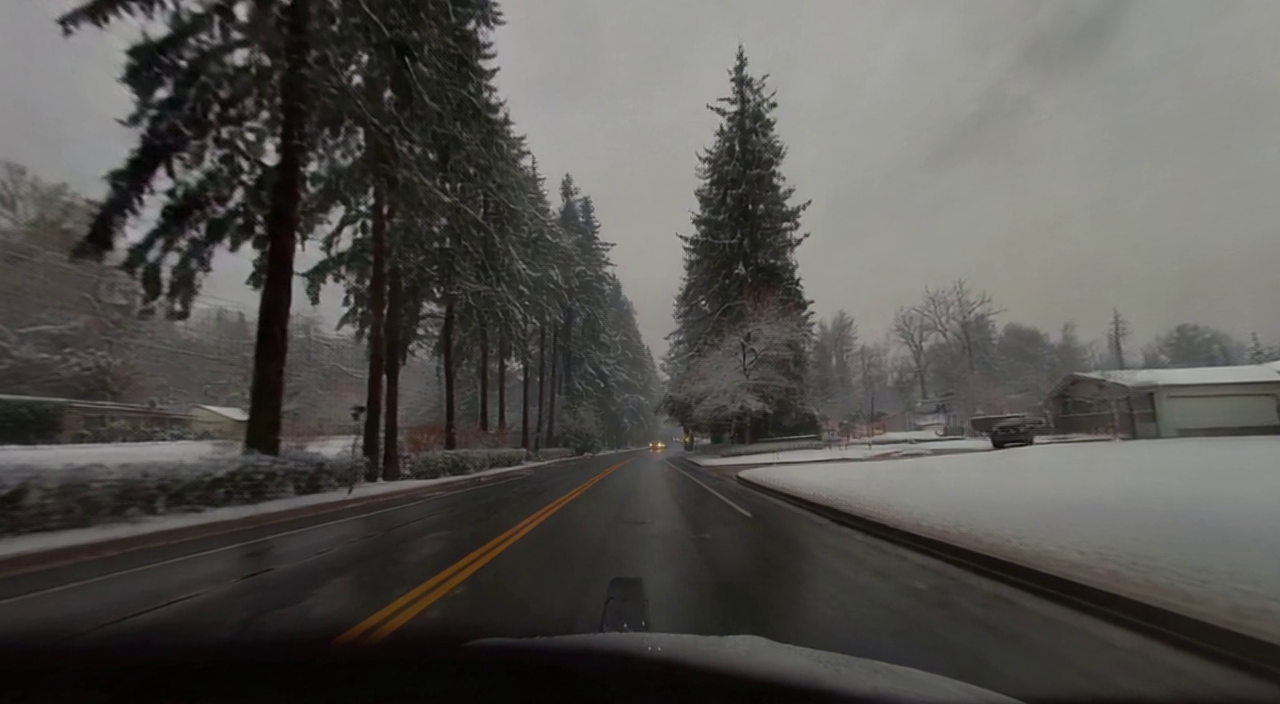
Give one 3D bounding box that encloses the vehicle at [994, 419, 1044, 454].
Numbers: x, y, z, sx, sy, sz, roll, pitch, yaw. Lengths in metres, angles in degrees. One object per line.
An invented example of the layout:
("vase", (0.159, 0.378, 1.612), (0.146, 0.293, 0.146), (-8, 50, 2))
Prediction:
("vehicle", (21.746, 4.894, 36.274), (1.889, 1.853, 4.207), (-4, -9, 24))
